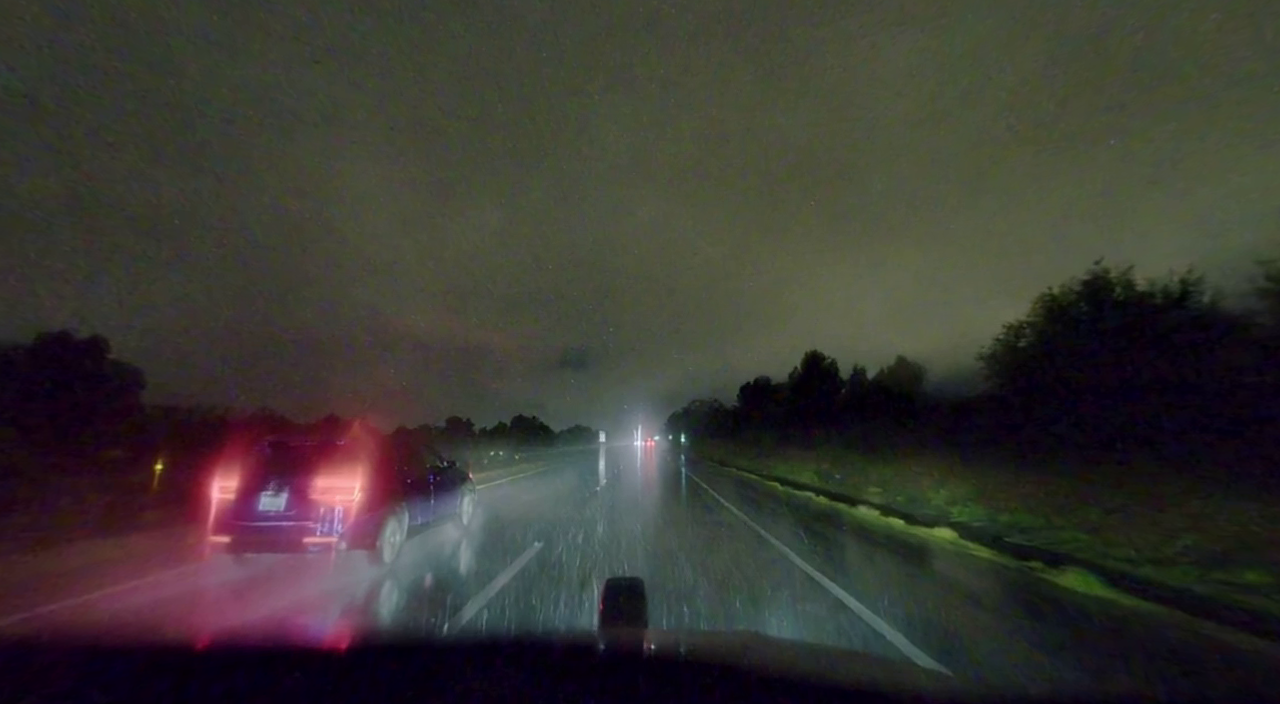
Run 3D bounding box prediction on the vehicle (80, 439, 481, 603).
[{"bbox_3d":[-3.561,1.737,7.536,2.096,1.343,4.503,0,-8,1],"label":"vehicle"}]
